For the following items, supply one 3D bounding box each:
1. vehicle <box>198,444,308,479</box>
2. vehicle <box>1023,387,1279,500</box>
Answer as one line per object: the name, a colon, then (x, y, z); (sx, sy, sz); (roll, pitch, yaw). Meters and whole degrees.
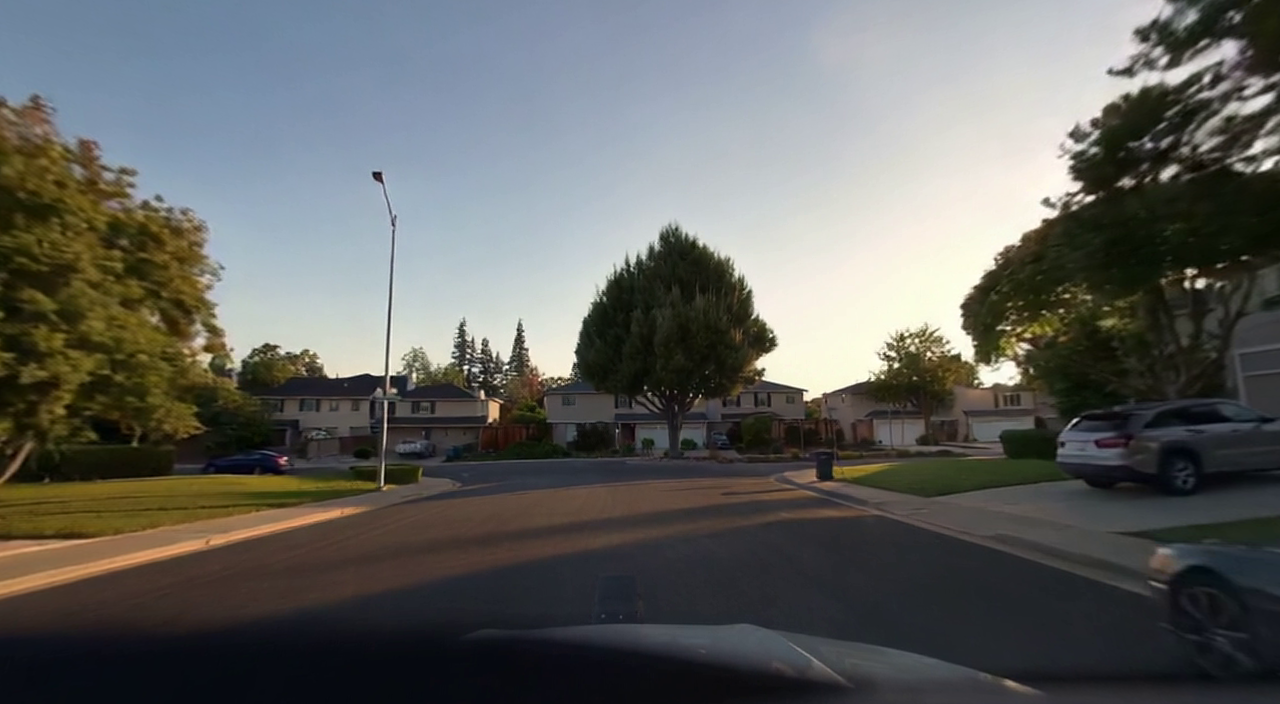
vehicle: (-20.876, 5.919, 34.227); (4.594, 1.778, 2.055); (0, -8, 0)
vehicle: (10.627, 1.721, 12.224); (4.888, 1.807, 2.224); (-3, -8, 0)
